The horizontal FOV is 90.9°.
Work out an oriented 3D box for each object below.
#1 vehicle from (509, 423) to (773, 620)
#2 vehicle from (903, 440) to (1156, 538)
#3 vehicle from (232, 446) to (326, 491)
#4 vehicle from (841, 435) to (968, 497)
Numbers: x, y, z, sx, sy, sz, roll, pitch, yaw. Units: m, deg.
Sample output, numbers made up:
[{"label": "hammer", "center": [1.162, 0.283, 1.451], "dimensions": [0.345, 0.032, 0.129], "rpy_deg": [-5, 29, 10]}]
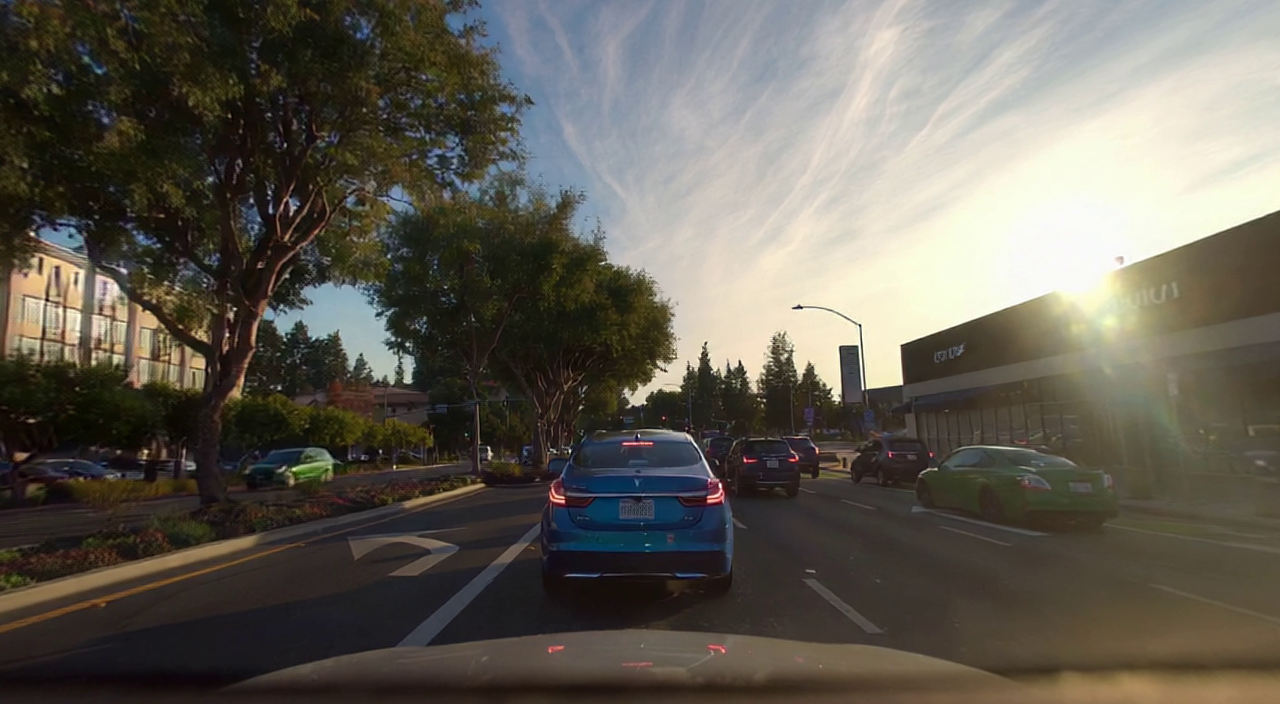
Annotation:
[{"label": "vehicle", "center": [-0.020, 1.597, 6.996], "dimensions": [1.977, 1.465, 4.376], "rpy_deg": [0, -8, -1]}, {"label": "vehicle", "center": [6.831, 2.398, 11.791], "dimensions": [1.911, 1.468, 4.417], "rpy_deg": [0, -8, 0]}, {"label": "vehicle", "center": [-15.620, 5.006, 27.563], "dimensions": [2.163, 1.743, 4.428], "rpy_deg": [1, -9, -11]}, {"label": "vehicle", "center": [7.883, 3.414, 19.328], "dimensions": [1.963, 1.637, 4.527], "rpy_deg": [0, -8, 1]}]
